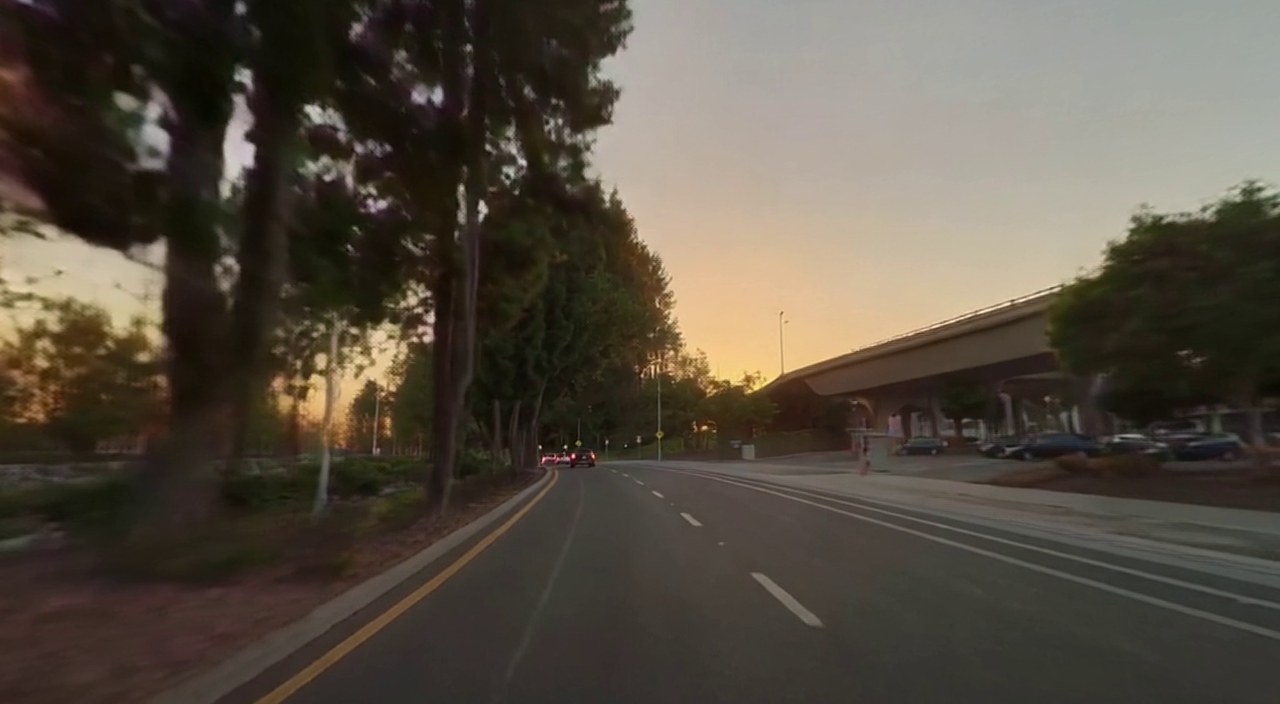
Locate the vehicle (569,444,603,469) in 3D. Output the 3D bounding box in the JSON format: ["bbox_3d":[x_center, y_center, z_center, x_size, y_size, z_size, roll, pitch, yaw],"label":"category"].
[{"bbox_3d":[-4.104,7.779,47.160,2.184,1.713,4.231,1,-9,-9],"label":"vehicle"}]
